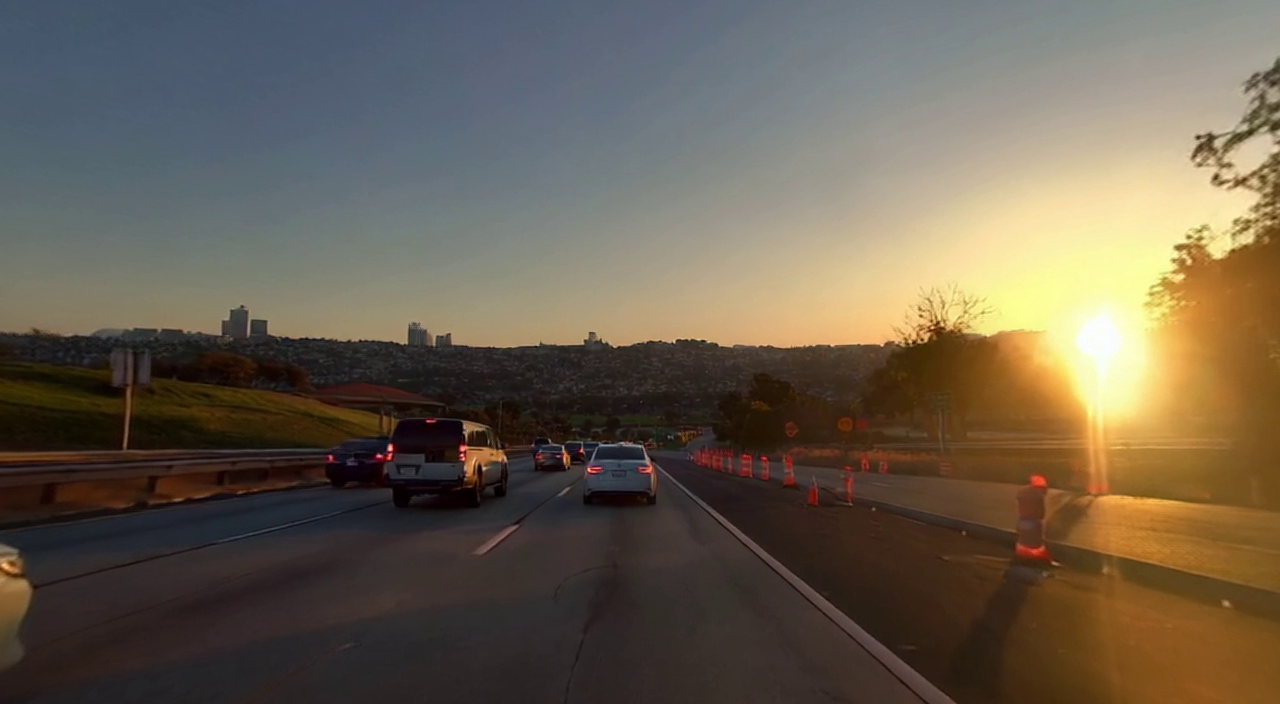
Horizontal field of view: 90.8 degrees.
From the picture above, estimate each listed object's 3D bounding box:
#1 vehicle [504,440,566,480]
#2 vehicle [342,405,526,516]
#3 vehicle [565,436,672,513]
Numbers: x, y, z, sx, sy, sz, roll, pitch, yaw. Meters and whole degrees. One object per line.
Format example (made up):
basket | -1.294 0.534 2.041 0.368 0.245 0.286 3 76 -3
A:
vehicle | -4.149 4.316 25.553 1.824 1.459 4.007 0 -9 0
vehicle | -4.286 2.410 14.501 2.324 2.012 5.740 0 -9 -1
vehicle | -0.442 2.674 14.279 2.069 1.484 3.918 0 -9 -1
